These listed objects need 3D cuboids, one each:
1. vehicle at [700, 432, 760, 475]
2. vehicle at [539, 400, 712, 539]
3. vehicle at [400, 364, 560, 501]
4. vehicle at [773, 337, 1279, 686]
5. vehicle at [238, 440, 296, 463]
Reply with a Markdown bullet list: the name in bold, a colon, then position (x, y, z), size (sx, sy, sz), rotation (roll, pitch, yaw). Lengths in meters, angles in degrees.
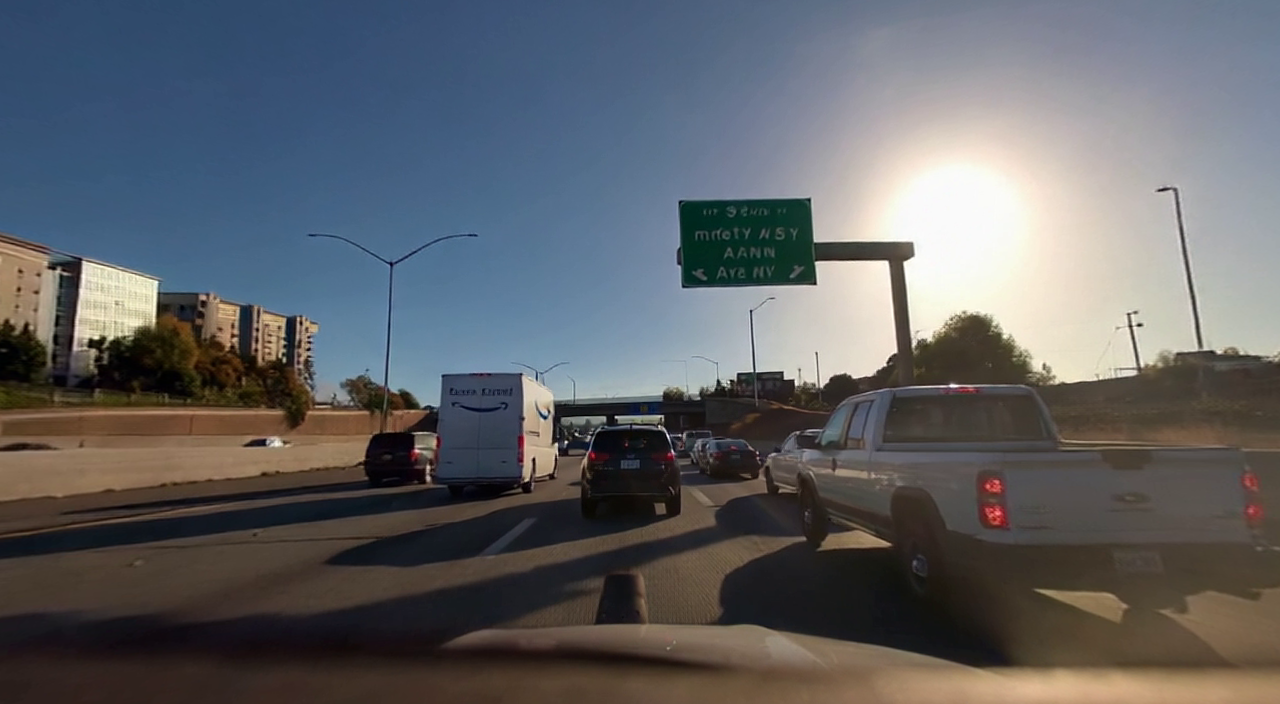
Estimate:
- **vehicle**: position (3.926, 4.512, 28.196), size (2.064, 1.720, 4.416), rotation (0, -8, 0)
- **vehicle**: position (-0.182, 1.887, 10.629), size (2.287, 1.823, 4.369), rotation (0, -8, 0)
- **vehicle**: position (-3.722, 2.152, 16.403), size (2.415, 2.821, 6.636), rotation (0, -9, 0)
- **vehicle**: position (3.057, 1.238, 6.061), size (2.341, 1.890, 5.144), rotation (1, -9, -1)
- **vehicle**: position (-26.259, 6.988, 44.492), size (1.684, 1.517, 3.805), rotation (0, -9, 0)
